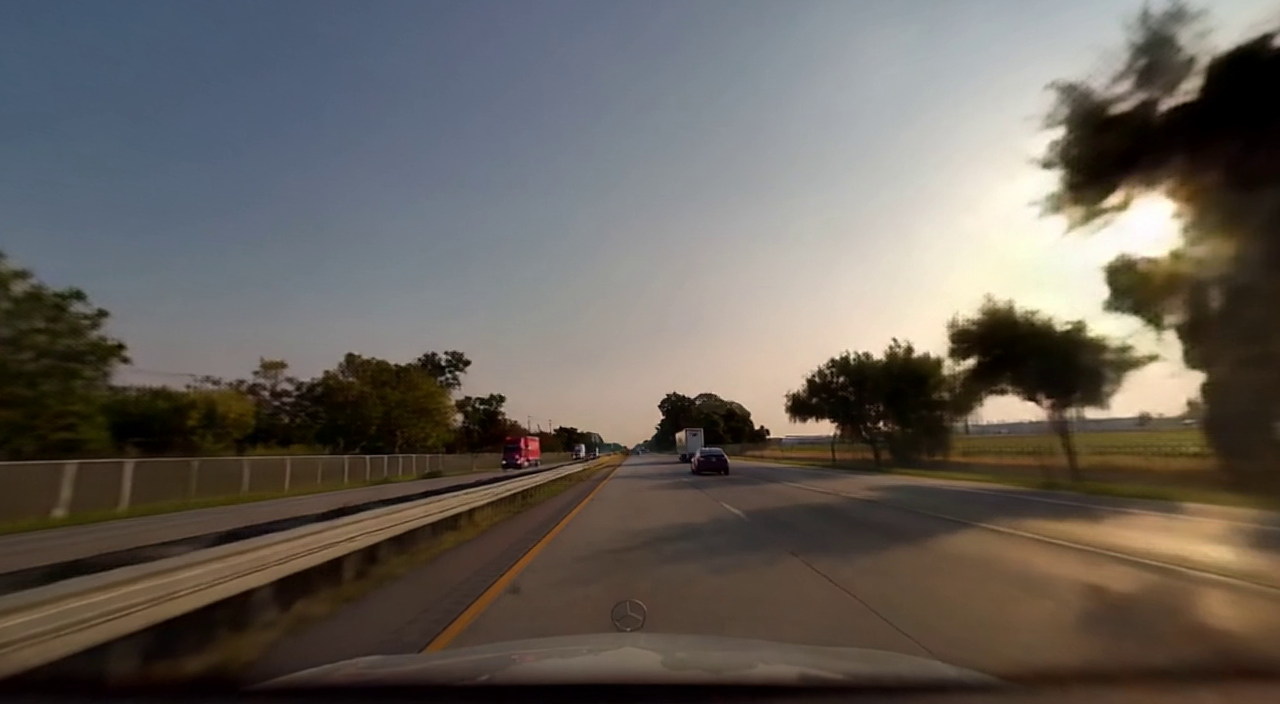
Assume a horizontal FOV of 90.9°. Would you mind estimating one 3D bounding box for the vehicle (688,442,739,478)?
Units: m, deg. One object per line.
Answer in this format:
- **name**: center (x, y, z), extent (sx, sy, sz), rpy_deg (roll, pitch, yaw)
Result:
- **vehicle**: center (3.765, 5.624, 33.099), extent (2.093, 1.742, 4.167), rpy_deg (0, -9, -1)
